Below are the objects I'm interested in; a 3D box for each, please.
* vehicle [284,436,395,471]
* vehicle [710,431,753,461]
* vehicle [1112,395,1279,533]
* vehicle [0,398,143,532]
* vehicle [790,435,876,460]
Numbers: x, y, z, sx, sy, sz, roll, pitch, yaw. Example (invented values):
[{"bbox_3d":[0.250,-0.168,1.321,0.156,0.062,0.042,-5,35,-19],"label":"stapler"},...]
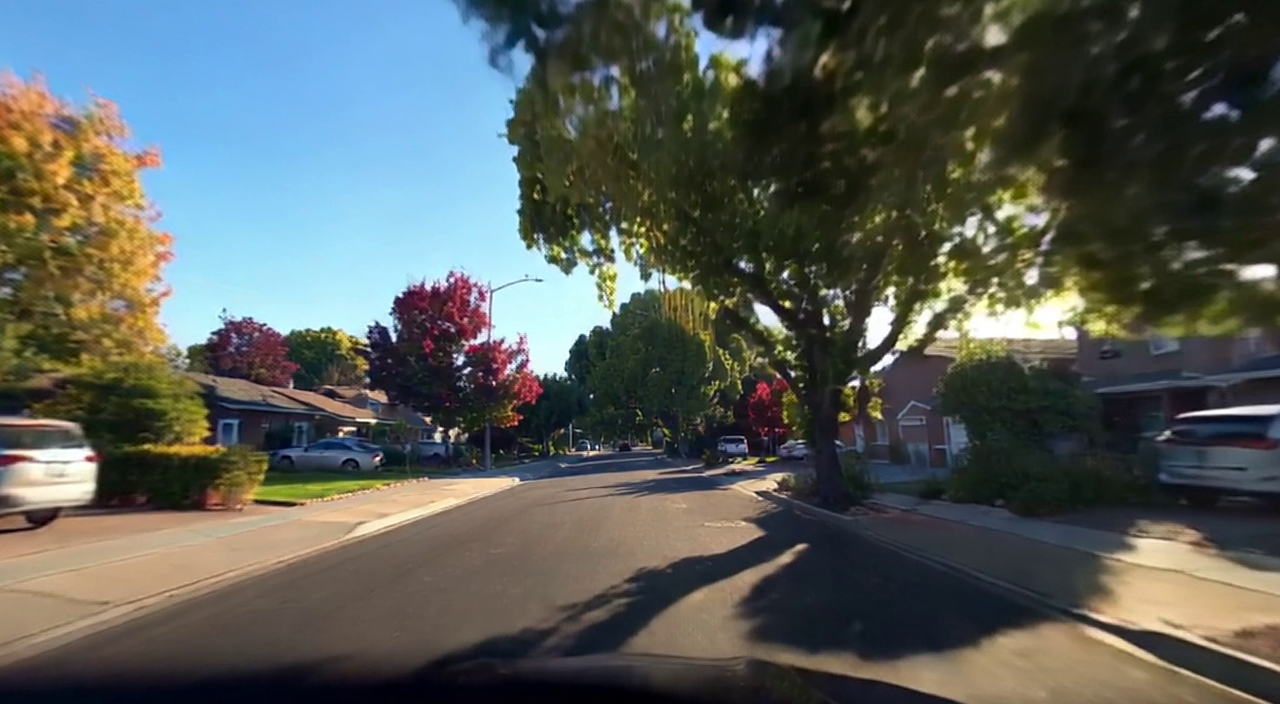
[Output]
[{"bbox_3d":[-13.810,4.694,29.264,4.190,1.529,1.880,0,-8,-4],"label":"vehicle"},{"bbox_3d":[6.664,6.890,46.455,2.233,1.923,4.848,-3,-8,-2],"label":"vehicle"},{"bbox_3d":[9.779,1.532,8.933,4.582,1.719,1.947,0,-8,0],"label":"vehicle"},{"bbox_3d":[-11.846,1.794,10.275,5.320,1.905,2.455,0,-8,-2],"label":"vehicle"},{"bbox_3d":[11.916,5.916,39.158,4.686,1.466,1.869,0,-8,-1],"label":"vehicle"}]
